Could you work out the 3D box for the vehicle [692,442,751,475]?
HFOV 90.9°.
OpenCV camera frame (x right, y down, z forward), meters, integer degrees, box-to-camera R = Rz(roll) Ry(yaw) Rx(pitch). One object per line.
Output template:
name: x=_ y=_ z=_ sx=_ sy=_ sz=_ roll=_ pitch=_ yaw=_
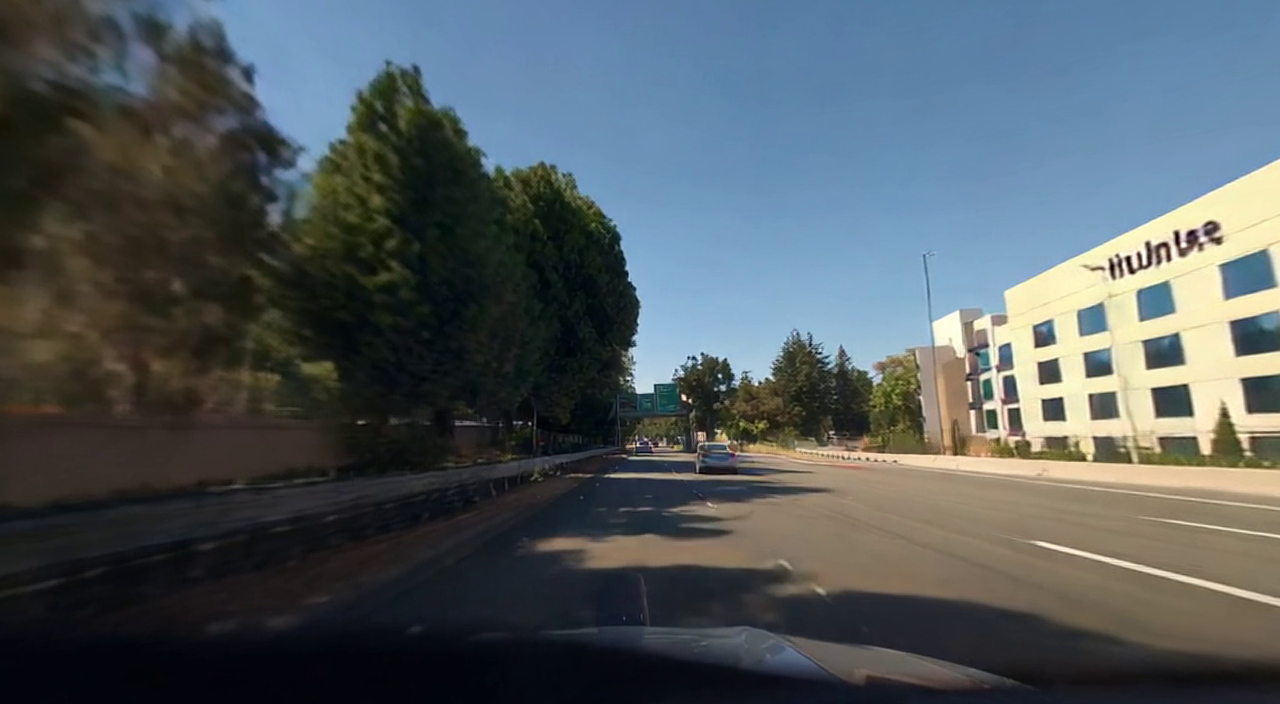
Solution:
vehicle: x=3.670 y=4.909 z=29.337 sx=2.069 sy=1.431 sz=4.313 roll=0 pitch=-8 yaw=-1
